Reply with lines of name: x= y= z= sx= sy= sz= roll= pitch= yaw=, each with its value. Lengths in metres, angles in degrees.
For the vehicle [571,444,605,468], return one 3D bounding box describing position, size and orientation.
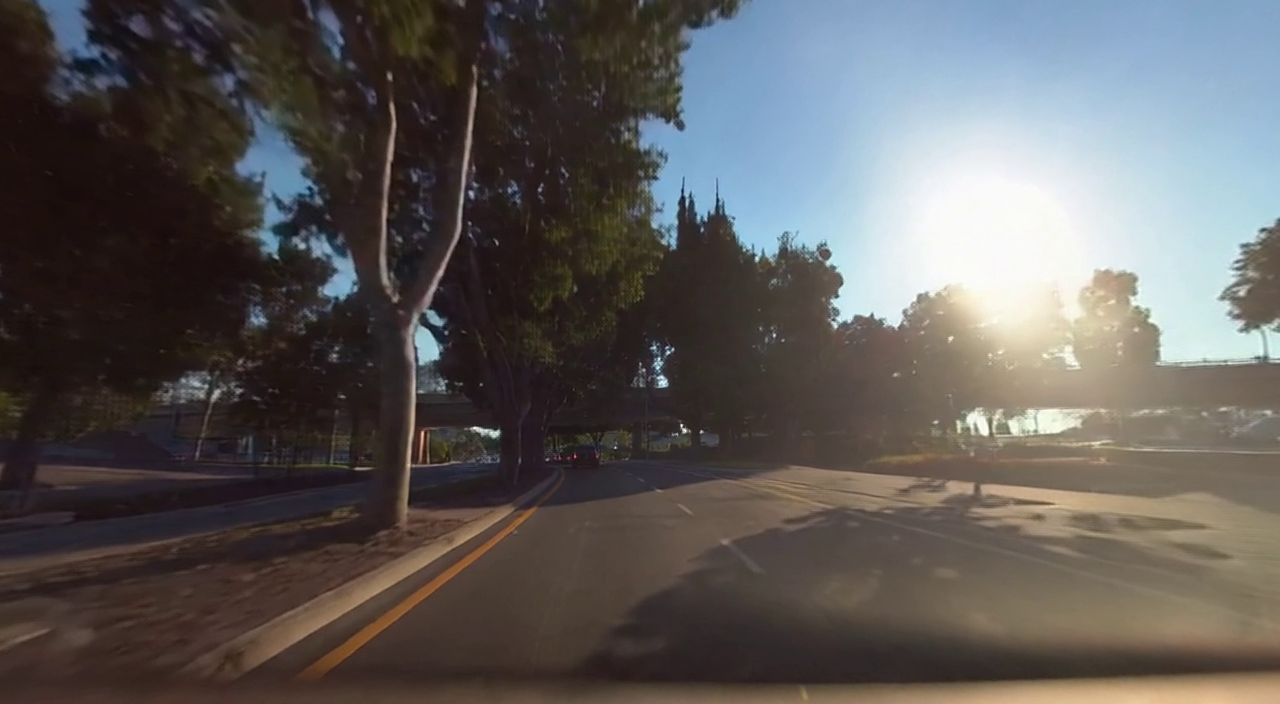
vehicle: x=-3.851 y=7.590 z=46.281 sx=2.184 sy=1.713 sz=4.231 roll=1 pitch=-9 yaw=-9
